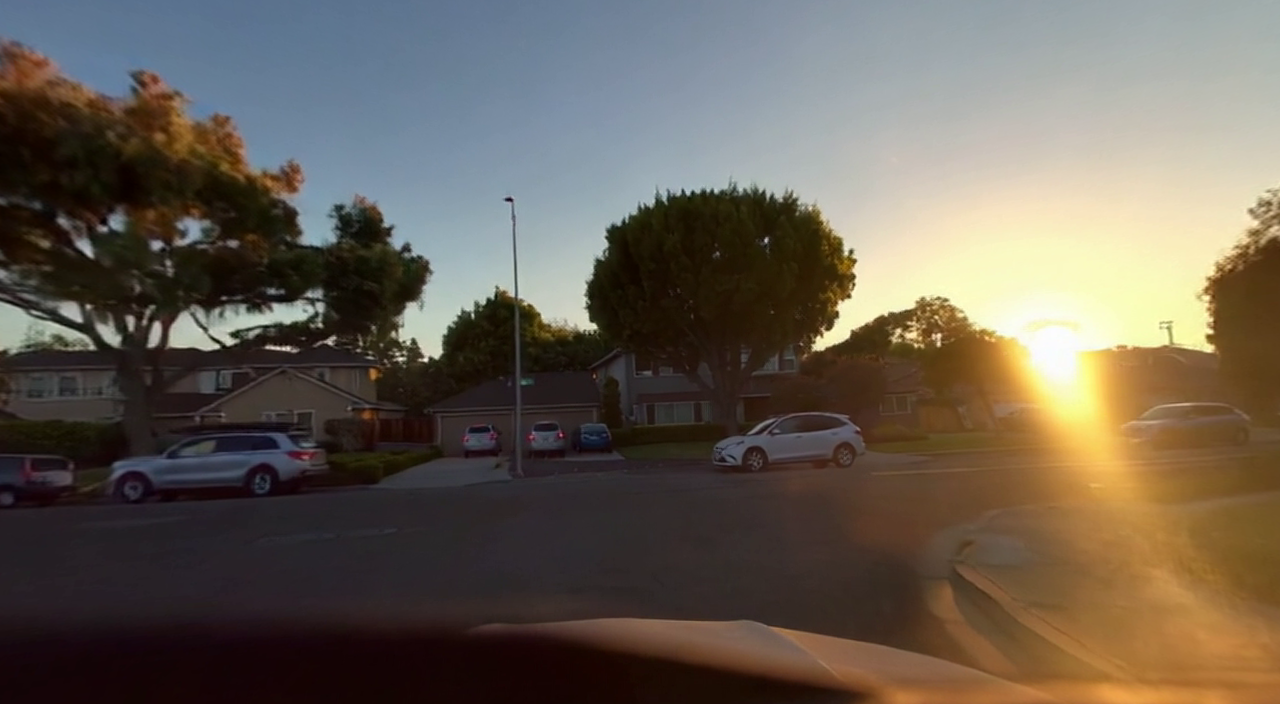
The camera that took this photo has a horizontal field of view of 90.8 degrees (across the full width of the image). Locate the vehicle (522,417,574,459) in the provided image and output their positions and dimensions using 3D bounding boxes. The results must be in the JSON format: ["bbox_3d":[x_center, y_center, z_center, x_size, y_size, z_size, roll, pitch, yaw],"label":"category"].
[{"bbox_3d":[-4.891,4.456,32.848,2.278,1.969,5.533,1,-8,-12],"label":"vehicle"}]

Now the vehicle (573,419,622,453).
[{"bbox_3d":[-2.403,4.635,34.525,2.005,1.699,4.234,1,-9,-13],"label":"vehicle"}]

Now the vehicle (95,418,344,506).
[{"bbox_3d":[-11.820,3.097,18.290,5.419,2.292,2.272,1,-8,-11],"label":"vehicle"}]

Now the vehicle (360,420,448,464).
[{"bbox_3d":[-12.210,4.642,32.454,2.307,2.043,5.475,7,-12,-41],"label":"vehicle"}]

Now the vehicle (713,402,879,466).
[{"bbox_3d":[5.136,2.798,21.264,4.919,1.969,2.104,2,-9,-8],"label":"vehicle"}]

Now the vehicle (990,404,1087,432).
[{"bbox_3d":[24.541,4.146,39.102,1.967,1.523,4.619,4,-10,-26],"label":"vehicle"}]

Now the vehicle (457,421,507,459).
[{"bbox_3d":[-8.593,4.853,34.532,2.391,1.894,5.075,1,-9,-13],"label":"vehicle"}]

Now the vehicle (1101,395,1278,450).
[{"bbox_3d":[20.910,2.704,24.131,5.179,1.847,2.219,0,-10,-12],"label":"vehicle"}]
